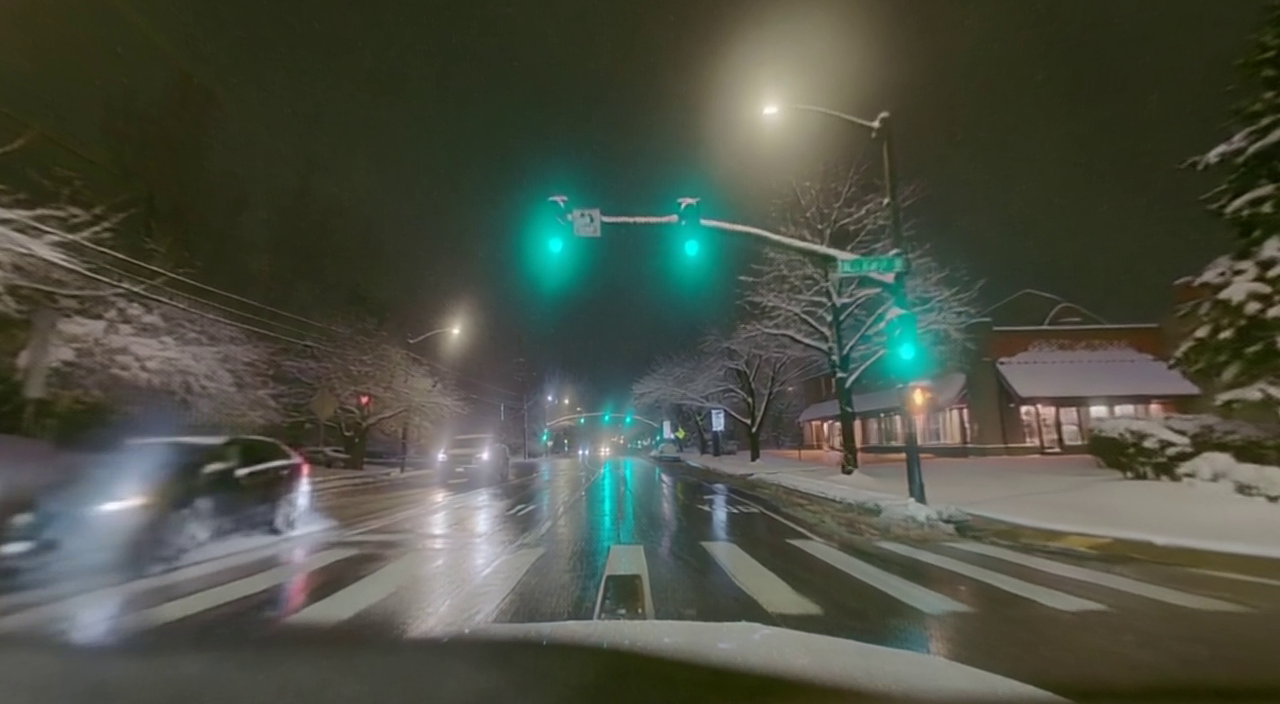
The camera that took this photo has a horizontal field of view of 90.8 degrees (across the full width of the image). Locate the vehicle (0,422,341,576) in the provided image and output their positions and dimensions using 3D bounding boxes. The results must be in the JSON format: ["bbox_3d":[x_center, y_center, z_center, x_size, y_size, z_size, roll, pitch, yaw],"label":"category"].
[{"bbox_3d":[-6.350,1.891,8.957,2.019,1.596,4.608,0,-9,-1],"label":"vehicle"}]

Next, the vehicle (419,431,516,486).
[{"bbox_3d":[-6.778,4.268,25.559,2.545,1.943,5.168,0,-9,-1],"label":"vehicle"}]
